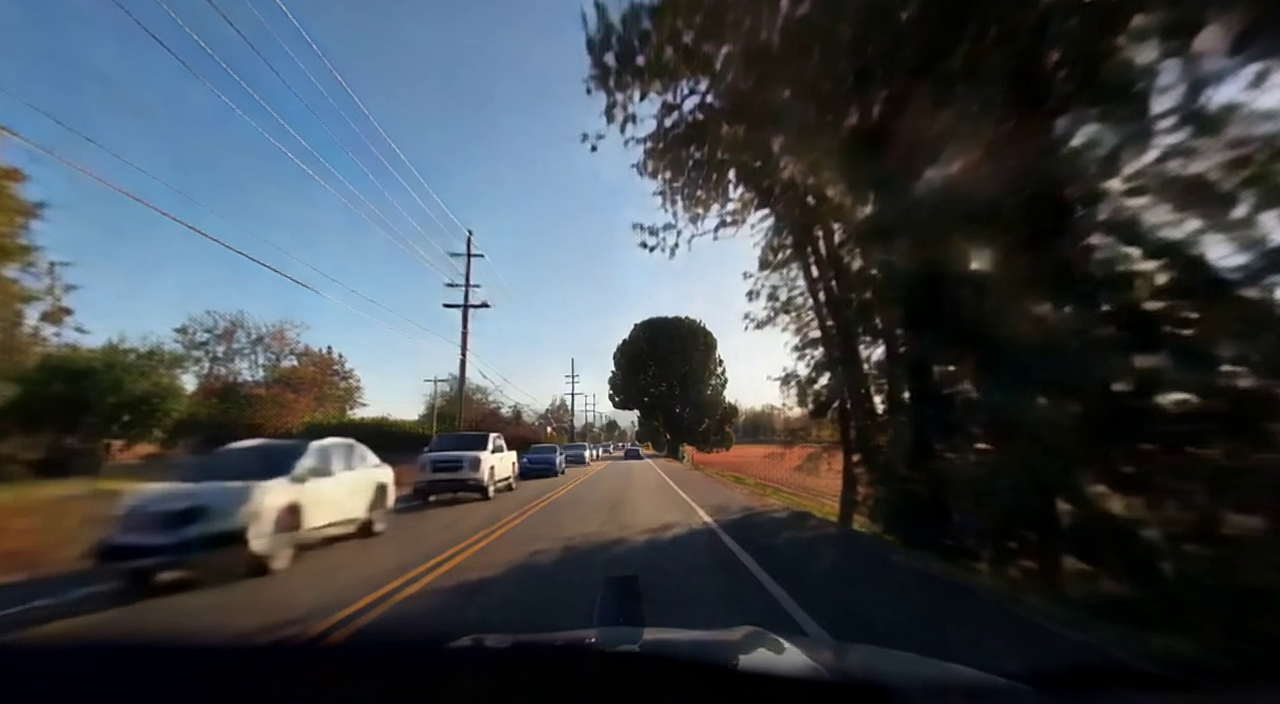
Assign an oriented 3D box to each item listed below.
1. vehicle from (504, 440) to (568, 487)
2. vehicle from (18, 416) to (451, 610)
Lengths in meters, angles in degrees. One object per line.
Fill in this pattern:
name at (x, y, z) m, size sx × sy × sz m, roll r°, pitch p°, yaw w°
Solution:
vehicle at (-4.338, 4.673, 26.989) m, size 2.070 × 1.665 × 4.554 m, roll -3°, pitch -8°, yaw -3°
vehicle at (-4.583, 1.863, 8.620) m, size 2.329 × 1.690 × 5.423 m, roll -2°, pitch -8°, yaw 0°
